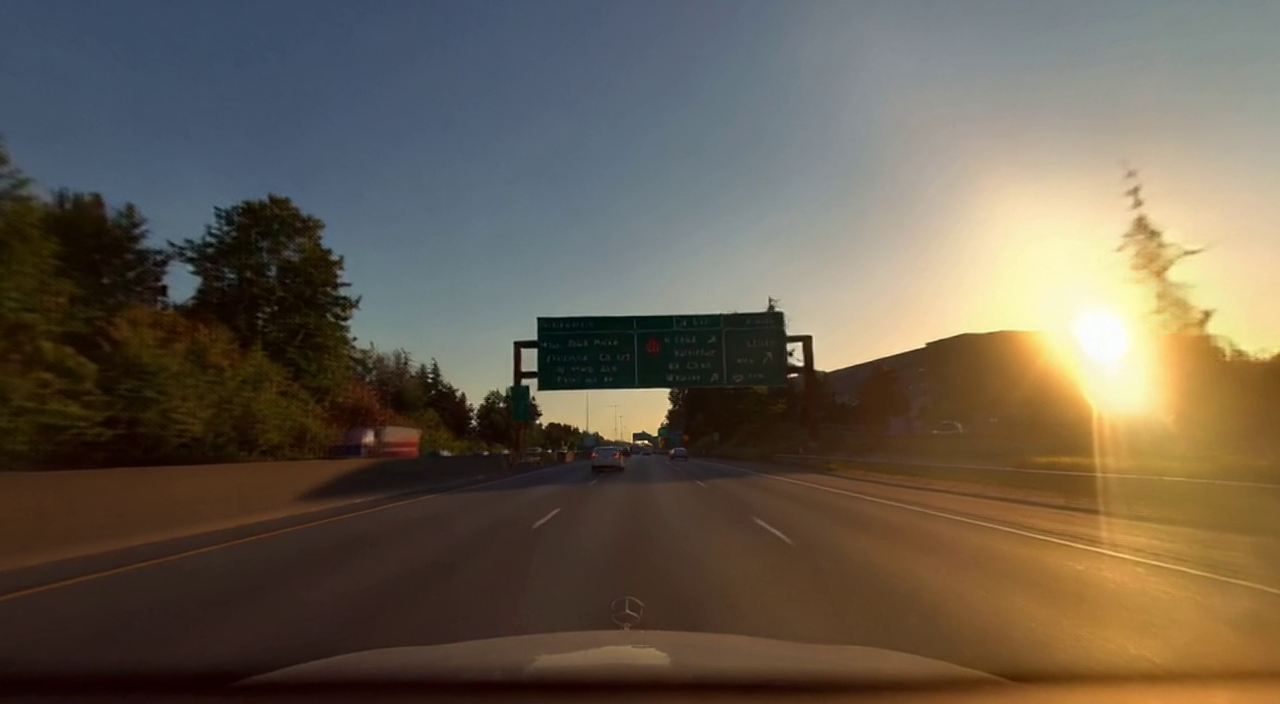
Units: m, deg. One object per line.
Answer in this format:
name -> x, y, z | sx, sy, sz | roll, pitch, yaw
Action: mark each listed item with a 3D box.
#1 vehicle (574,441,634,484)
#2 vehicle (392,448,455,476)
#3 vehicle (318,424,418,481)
vehicle -> -1.339, 4.357, 25.020 | 1.936, 1.545, 4.116 | -1, -9, 3
vehicle -> -12.187, 6.191, 35.778 | 1.892, 1.493, 4.444 | 0, -9, 1
vehicle -> -16.183, 6.063, 38.209 | 2.625, 3.031, 7.427 | 0, -9, 1
